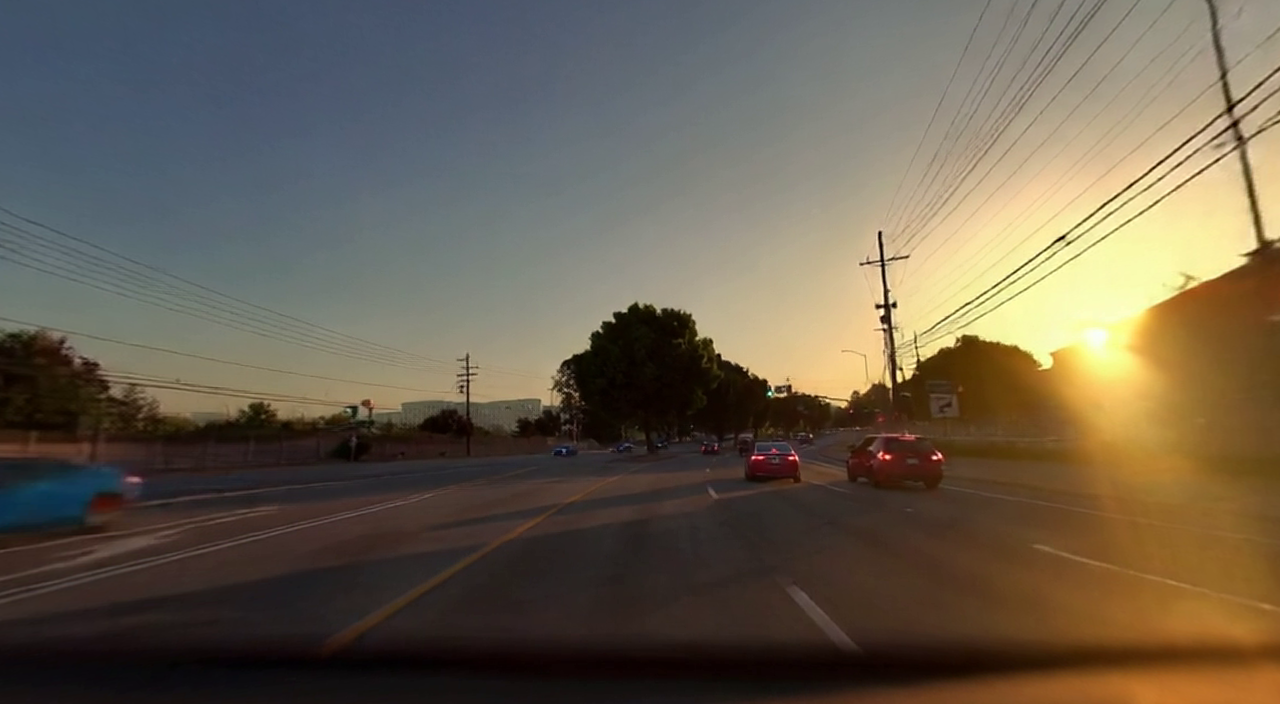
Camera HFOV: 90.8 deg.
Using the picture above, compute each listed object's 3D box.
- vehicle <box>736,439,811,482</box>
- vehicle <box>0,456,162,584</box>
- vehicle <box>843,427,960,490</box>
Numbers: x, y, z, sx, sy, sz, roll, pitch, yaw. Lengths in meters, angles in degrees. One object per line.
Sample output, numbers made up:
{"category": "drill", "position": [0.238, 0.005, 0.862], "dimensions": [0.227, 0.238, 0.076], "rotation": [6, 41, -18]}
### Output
{"category": "vehicle", "position": [4.867, 4.030, 23.748], "dimensions": [2.035, 1.460, 4.392], "rotation": [-1, -8, 2]}
{"category": "vehicle", "position": [-9.287, 2.245, 8.565], "dimensions": [2.107, 1.587, 4.514], "rotation": [0, -9, -1]}
{"category": "vehicle", "position": [8.256, 3.410, 20.443], "dimensions": [2.029, 1.795, 4.371], "rotation": [0, -9, 2]}
